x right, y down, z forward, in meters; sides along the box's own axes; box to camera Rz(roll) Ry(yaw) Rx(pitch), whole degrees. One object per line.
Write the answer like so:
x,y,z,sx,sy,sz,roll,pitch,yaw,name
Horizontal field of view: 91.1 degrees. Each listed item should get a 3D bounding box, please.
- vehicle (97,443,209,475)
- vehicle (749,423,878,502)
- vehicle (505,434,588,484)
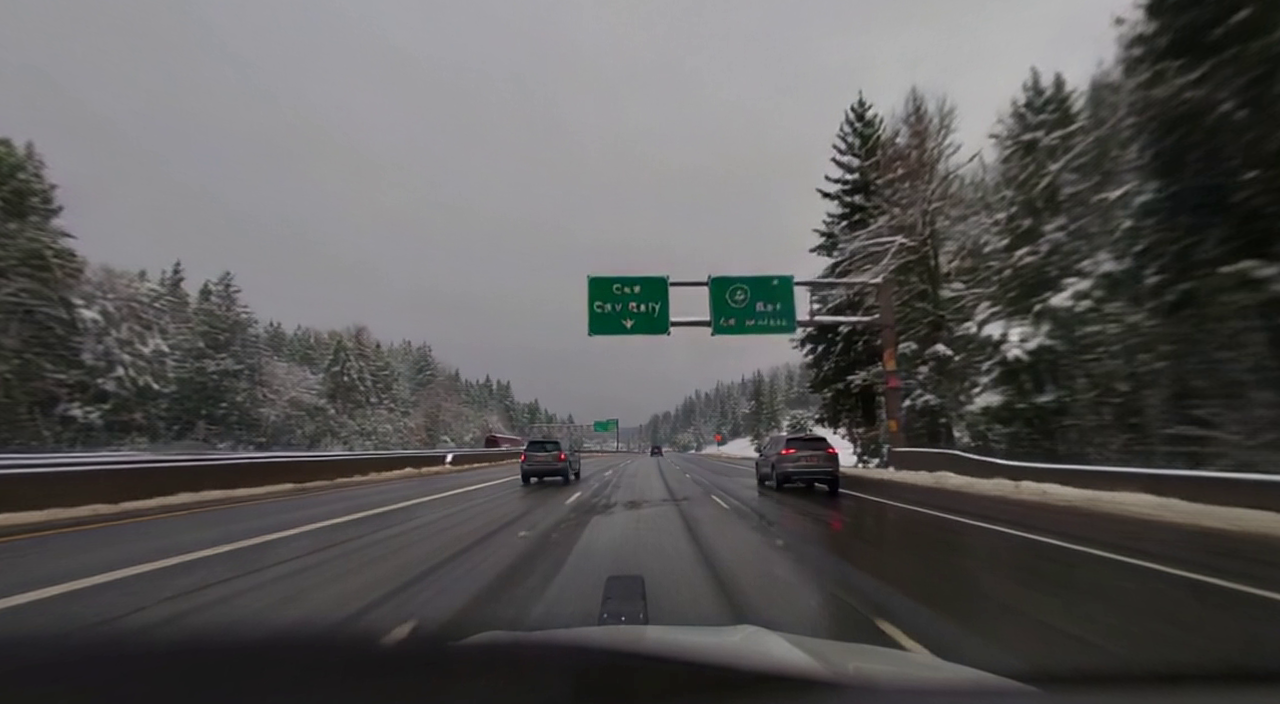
-24.282,5.328,31.559,1.820,1.468,4.624,0,-8,1,vehicle
4.390,2.866,16.737,2.149,1.796,4.487,0,-8,0,vehicle
-3.216,3.800,22.552,2.166,1.608,4.297,0,-8,2,vehicle
